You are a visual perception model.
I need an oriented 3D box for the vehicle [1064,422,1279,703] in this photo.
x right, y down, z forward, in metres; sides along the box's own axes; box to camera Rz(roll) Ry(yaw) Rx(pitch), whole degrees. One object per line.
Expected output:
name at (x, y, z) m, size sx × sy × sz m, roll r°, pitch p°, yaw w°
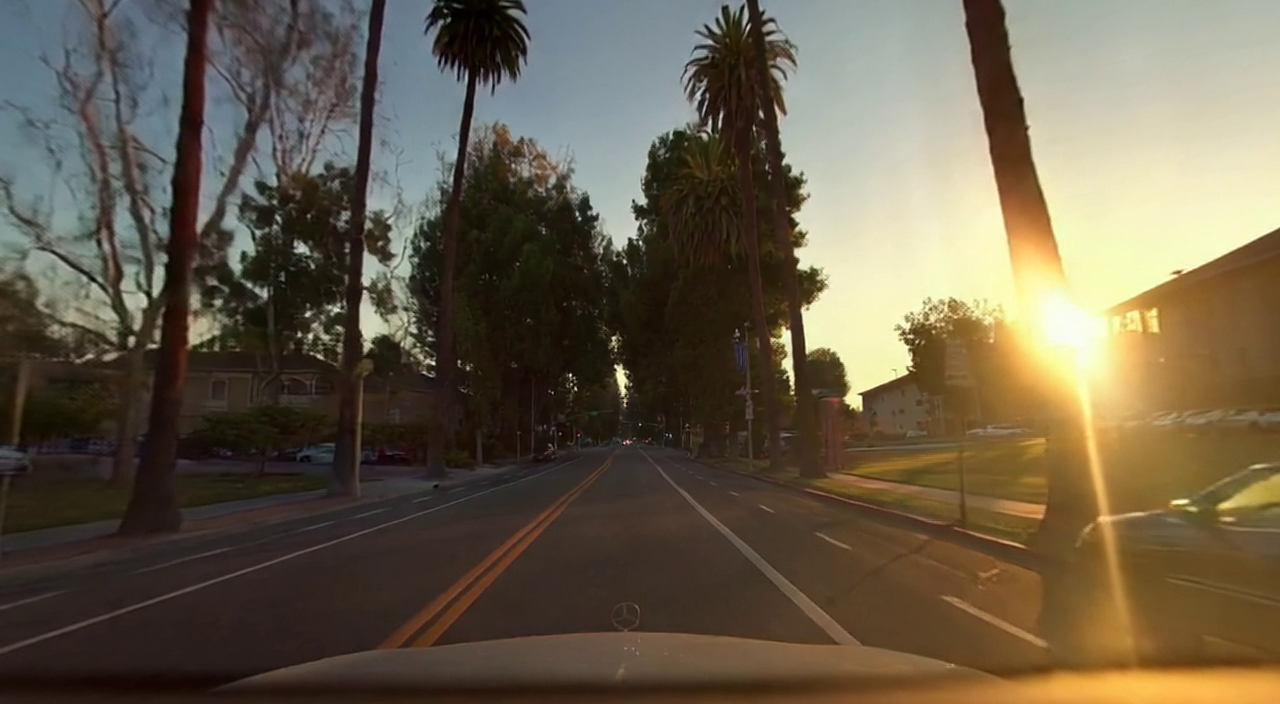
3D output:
vehicle at (4.496, 1.114, 2.837) m, size 1.997 × 1.640 × 4.494 m, roll 0°, pitch -9°, yaw -1°
